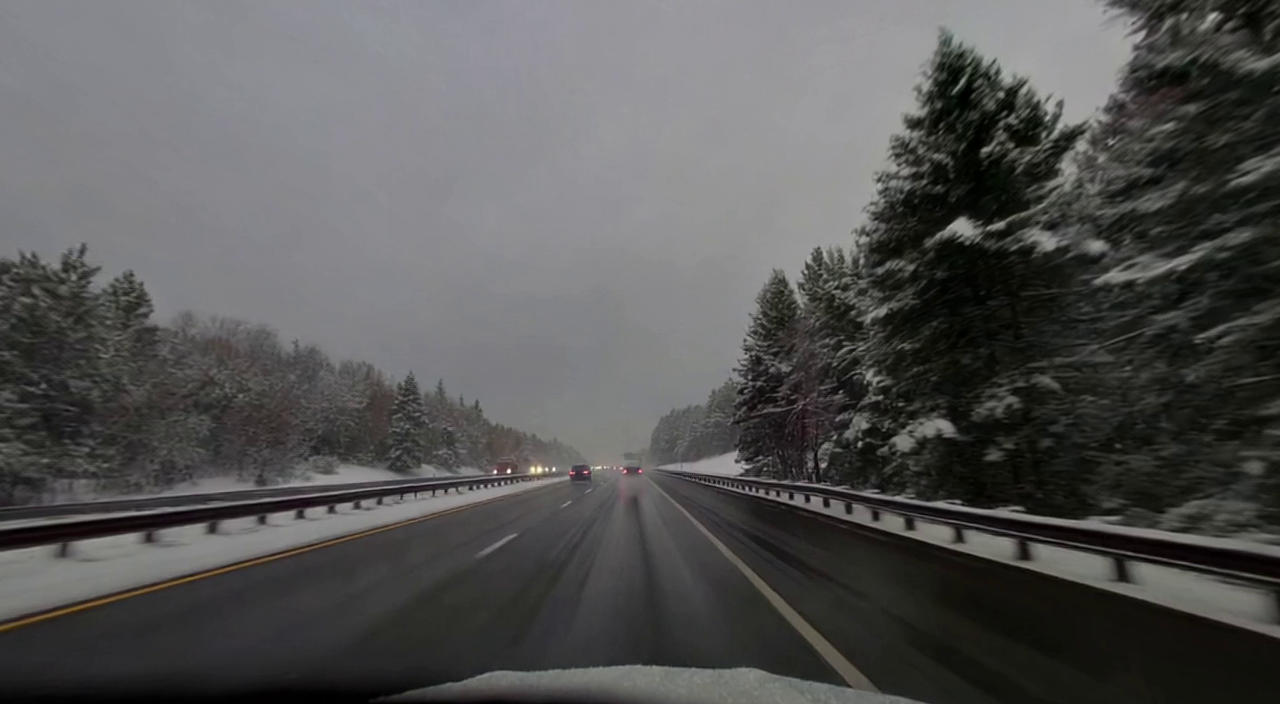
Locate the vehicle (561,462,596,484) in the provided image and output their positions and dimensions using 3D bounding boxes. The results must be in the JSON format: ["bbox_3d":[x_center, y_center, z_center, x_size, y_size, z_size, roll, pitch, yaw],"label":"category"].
[{"bbox_3d":[-4.321,8.562,44.681,2.088,1.466,3.939,1,-10,0],"label":"vehicle"}]

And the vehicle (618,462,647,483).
[{"bbox_3d":[-0.579,9.273,48.479,2.071,1.507,4.324,1,-10,0],"label":"vehicle"}]
